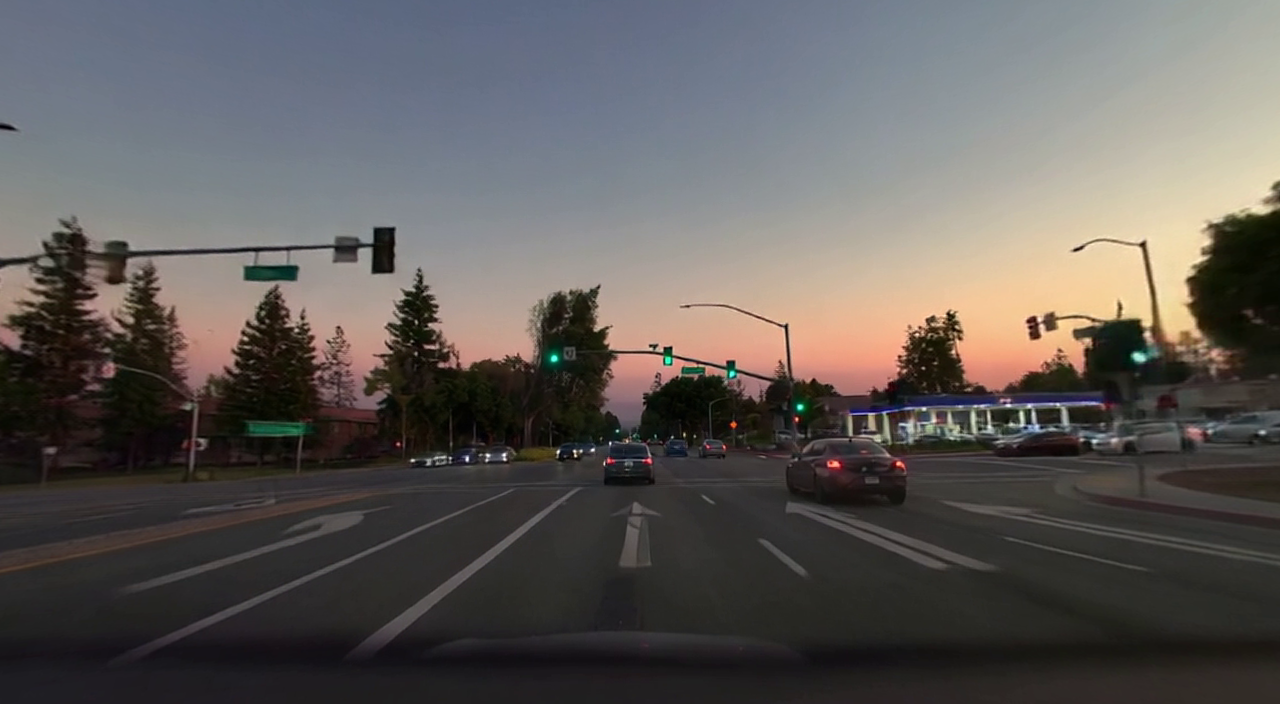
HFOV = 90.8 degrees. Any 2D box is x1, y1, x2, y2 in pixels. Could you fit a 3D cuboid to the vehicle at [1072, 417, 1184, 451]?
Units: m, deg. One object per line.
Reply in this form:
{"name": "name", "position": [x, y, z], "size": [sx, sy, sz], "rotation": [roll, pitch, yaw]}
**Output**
{"name": "vehicle", "position": [27.390, 4.626, 35.533], "size": [4.724, 1.793, 1.777], "rotation": [0, -8, 1]}

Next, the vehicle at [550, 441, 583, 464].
{"name": "vehicle", "position": [-5.584, 7.707, 48.544], "size": [1.990, 1.673, 4.436], "rotation": [-1, -8, 1]}

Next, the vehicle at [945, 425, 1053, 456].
{"name": "vehicle", "position": [20.034, 4.974, 35.406], "size": [4.796, 1.488, 1.966], "rotation": [-2, -9, -1]}

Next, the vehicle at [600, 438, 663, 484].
{"name": "vehicle", "position": [-0.290, 3.823, 22.428], "size": [2.040, 1.451, 3.736], "rotation": [0, -8, 0]}

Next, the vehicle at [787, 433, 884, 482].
{"name": "vehicle", "position": [6.558, 3.580, 21.743], "size": [1.890, 1.489, 4.396], "rotation": [0, -8, 0]}
